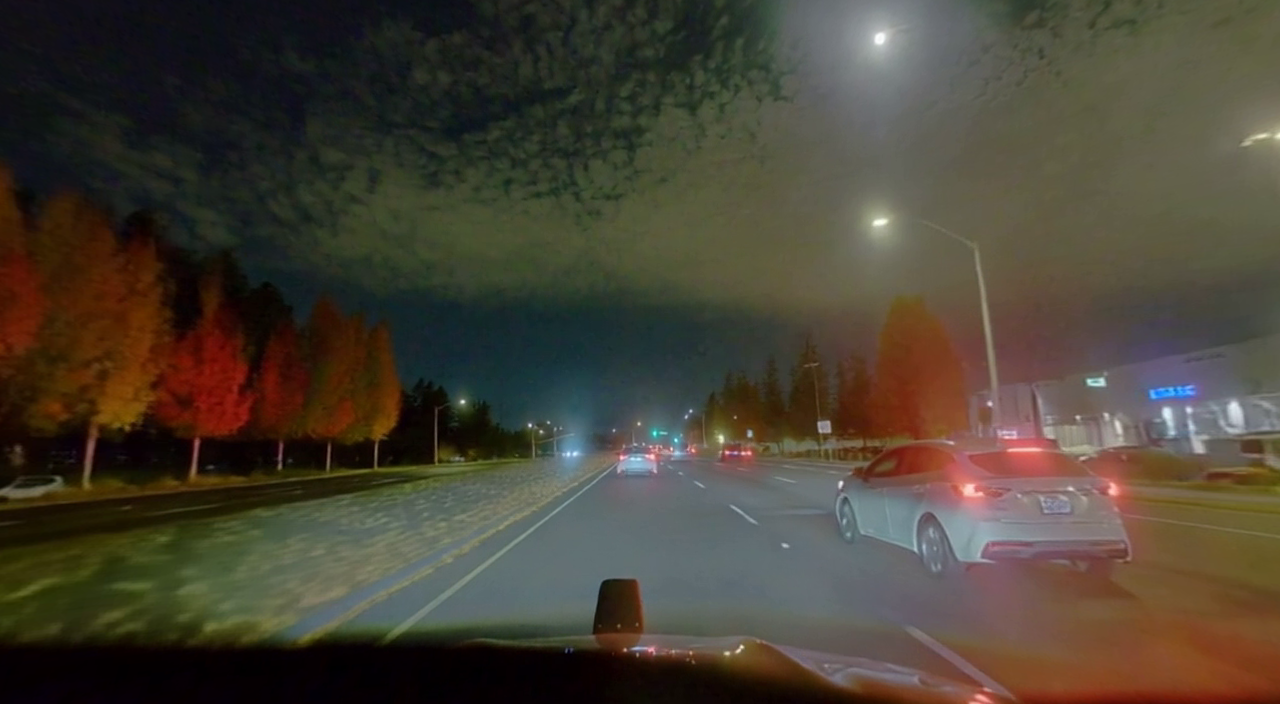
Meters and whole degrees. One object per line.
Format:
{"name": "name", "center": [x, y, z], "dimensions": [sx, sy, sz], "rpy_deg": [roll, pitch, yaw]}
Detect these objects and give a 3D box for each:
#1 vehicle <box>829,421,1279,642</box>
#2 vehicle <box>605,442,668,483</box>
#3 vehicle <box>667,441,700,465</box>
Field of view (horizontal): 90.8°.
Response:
{"name": "vehicle", "center": [3.712, 1.547, 6.528], "dimensions": [2.094, 1.480, 4.323], "rpy_deg": [0, -9, -1]}
{"name": "vehicle", "center": [-0.182, 4.339, 25.236], "dimensions": [2.289, 1.471, 4.477], "rpy_deg": [0, -8, -1]}
{"name": "vehicle", "center": [3.310, 7.761, 48.827], "dimensions": [2.188, 1.760, 4.297], "rpy_deg": [0, -8, -1]}
